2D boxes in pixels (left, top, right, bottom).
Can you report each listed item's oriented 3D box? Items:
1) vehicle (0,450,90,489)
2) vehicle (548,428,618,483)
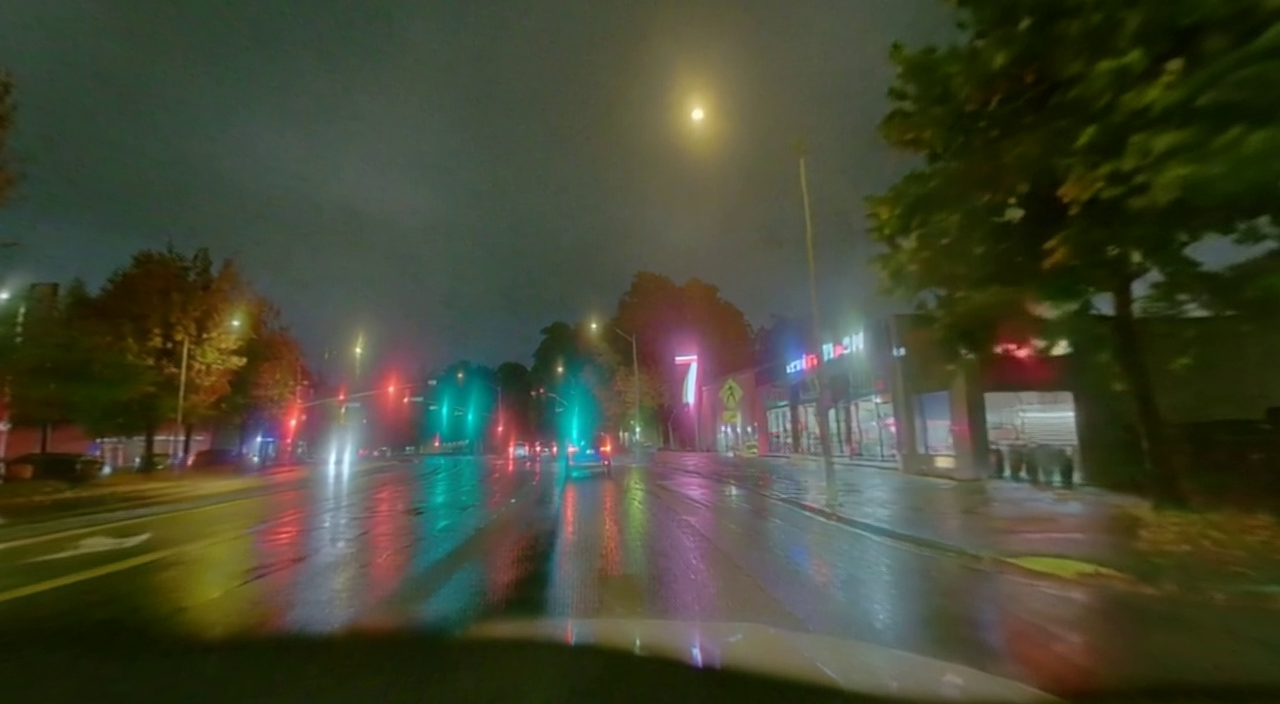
[{"bbox_3d":[-31.390,5.868,31.664,5.060,1.793,2.403,2,-9,-14],"label":"vehicle"},{"bbox_3d":[-2.049,3.577,22.104,2.227,1.733,3.930,1,-8,-7],"label":"vehicle"}]
